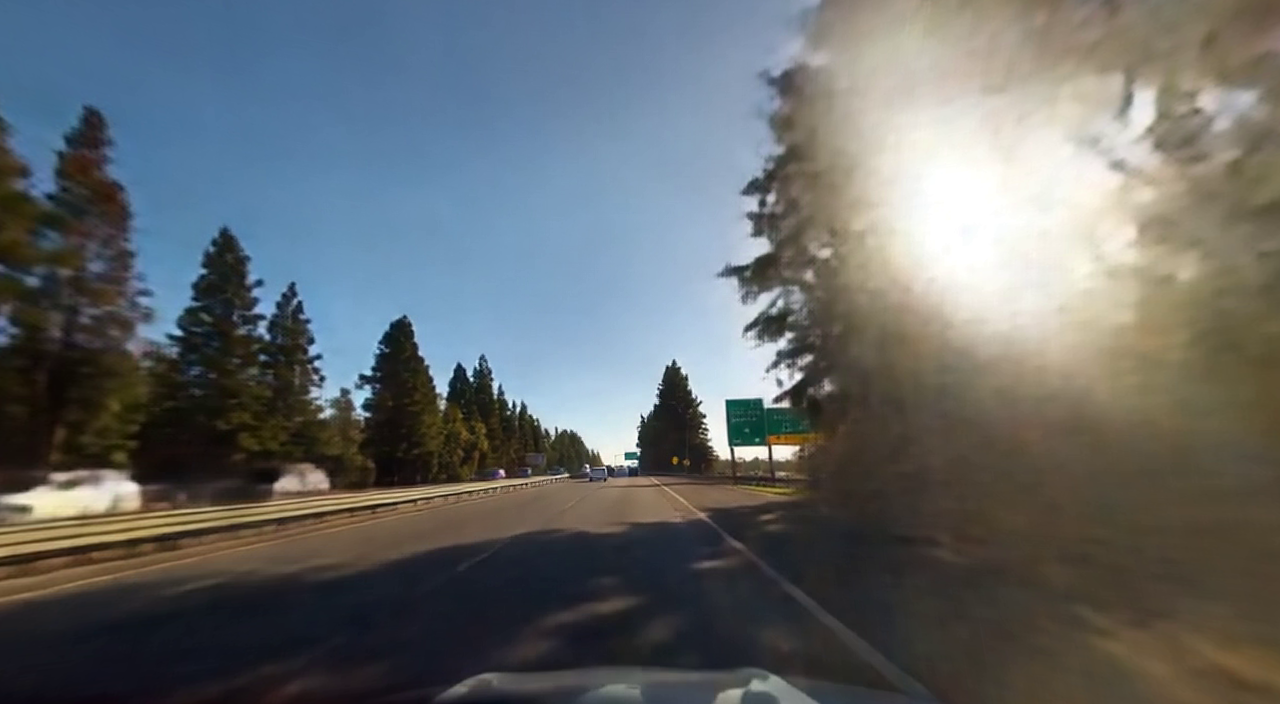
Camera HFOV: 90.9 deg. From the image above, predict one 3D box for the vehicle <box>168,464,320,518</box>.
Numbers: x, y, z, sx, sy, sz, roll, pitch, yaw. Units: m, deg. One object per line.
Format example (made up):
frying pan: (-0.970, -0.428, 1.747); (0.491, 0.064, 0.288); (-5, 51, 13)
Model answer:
vehicle: (-12.301, 4.339, 20.010); (1.948, 1.489, 4.433); (1, -11, 0)

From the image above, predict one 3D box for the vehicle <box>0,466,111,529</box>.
vehicle: (-16.714, 3.765, 16.535); (1.867, 1.516, 4.304); (1, -11, 0)
